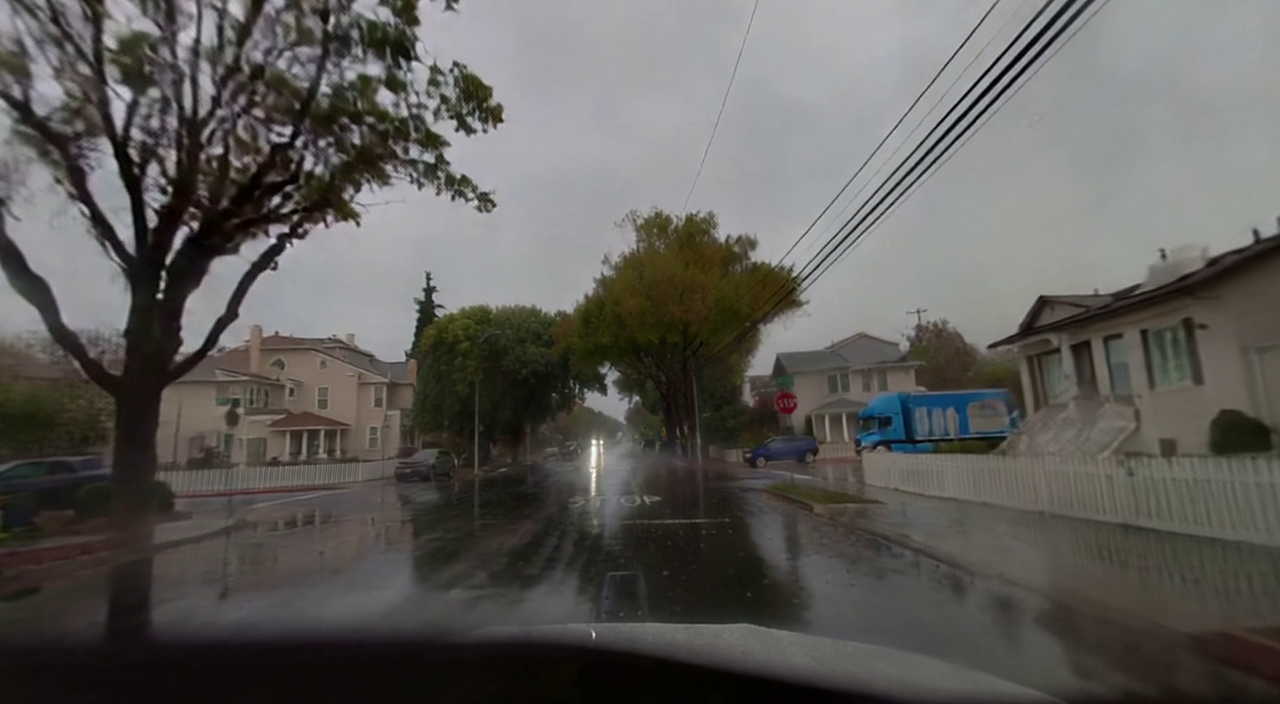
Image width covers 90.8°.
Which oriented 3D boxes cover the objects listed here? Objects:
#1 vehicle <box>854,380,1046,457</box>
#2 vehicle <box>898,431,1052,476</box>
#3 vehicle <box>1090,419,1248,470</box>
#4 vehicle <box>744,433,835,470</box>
[{"bbox_3d":[14.972,3.330,31.050,7.759,3.523,2.930,0,-9,0],"label":"vehicle"},{"bbox_3d":[12.091,3.673,22.993,4.488,1.507,1.954,0,-8,-4],"label":"vehicle"},{"bbox_3d":[19.303,3.399,23.180,3.982,1.661,2.106,2,-9,-4],"label":"vehicle"},{"bbox_3d":[7.278,4.899,31.085,3.867,1.710,2.107,0,-9,-1],"label":"vehicle"}]
